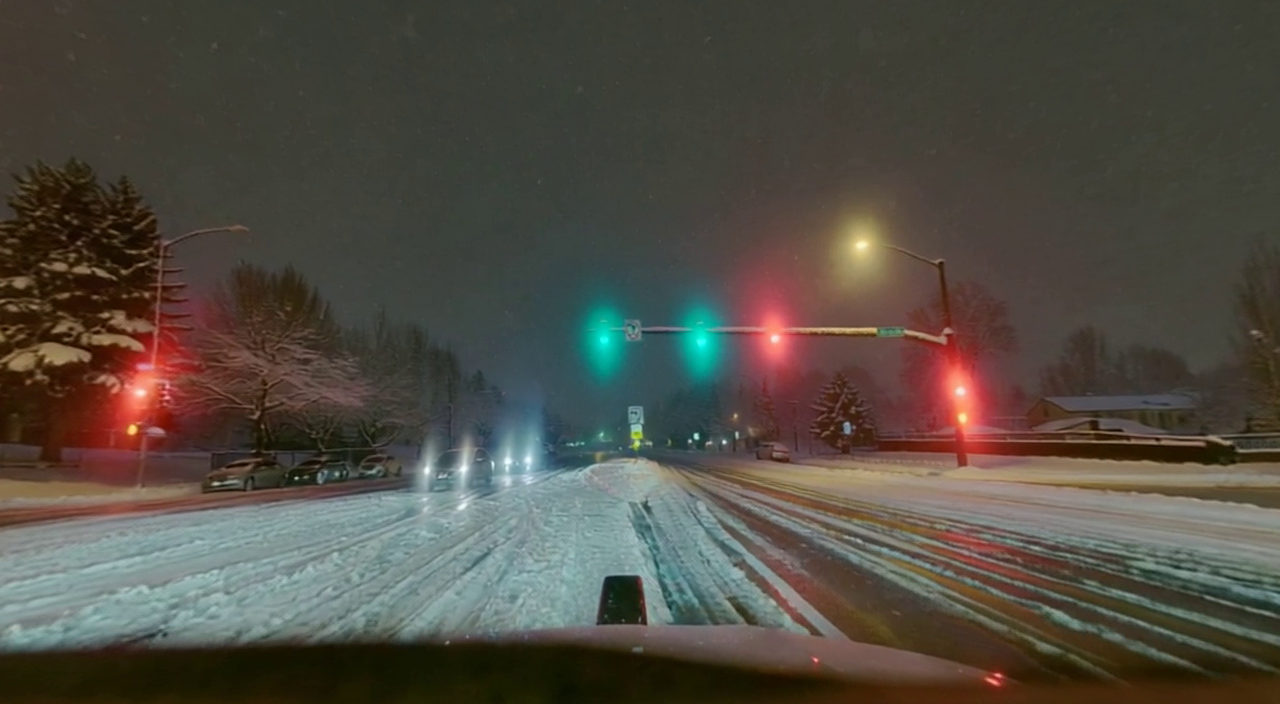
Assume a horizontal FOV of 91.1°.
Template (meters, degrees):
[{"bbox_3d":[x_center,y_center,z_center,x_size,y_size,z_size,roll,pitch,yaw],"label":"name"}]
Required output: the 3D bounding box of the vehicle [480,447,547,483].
[{"bbox_3d":[-5.621,5.086,28.573,2.154,1.501,4.416,0,-9,0],"label":"vehicle"}]

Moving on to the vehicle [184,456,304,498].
[{"bbox_3d":[-16.265,5.109,26.145,2.055,1.506,4.663,0,-9,-2],"label":"vehicle"}]

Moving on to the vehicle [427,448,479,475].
[{"bbox_3d":[-13.027,7.634,44.091,2.126,1.709,5.095,0,-9,0],"label":"vehicle"}]

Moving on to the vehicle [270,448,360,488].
[{"bbox_3d":[-16.393,5.846,32.026,1.960,1.819,5.018,0,-9,-1],"label":"vehicle"}]

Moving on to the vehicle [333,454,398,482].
[{"bbox_3d":[-16.343,6.896,37.657,1.804,1.486,4.625,0,-9,0],"label":"vehicle"}]
